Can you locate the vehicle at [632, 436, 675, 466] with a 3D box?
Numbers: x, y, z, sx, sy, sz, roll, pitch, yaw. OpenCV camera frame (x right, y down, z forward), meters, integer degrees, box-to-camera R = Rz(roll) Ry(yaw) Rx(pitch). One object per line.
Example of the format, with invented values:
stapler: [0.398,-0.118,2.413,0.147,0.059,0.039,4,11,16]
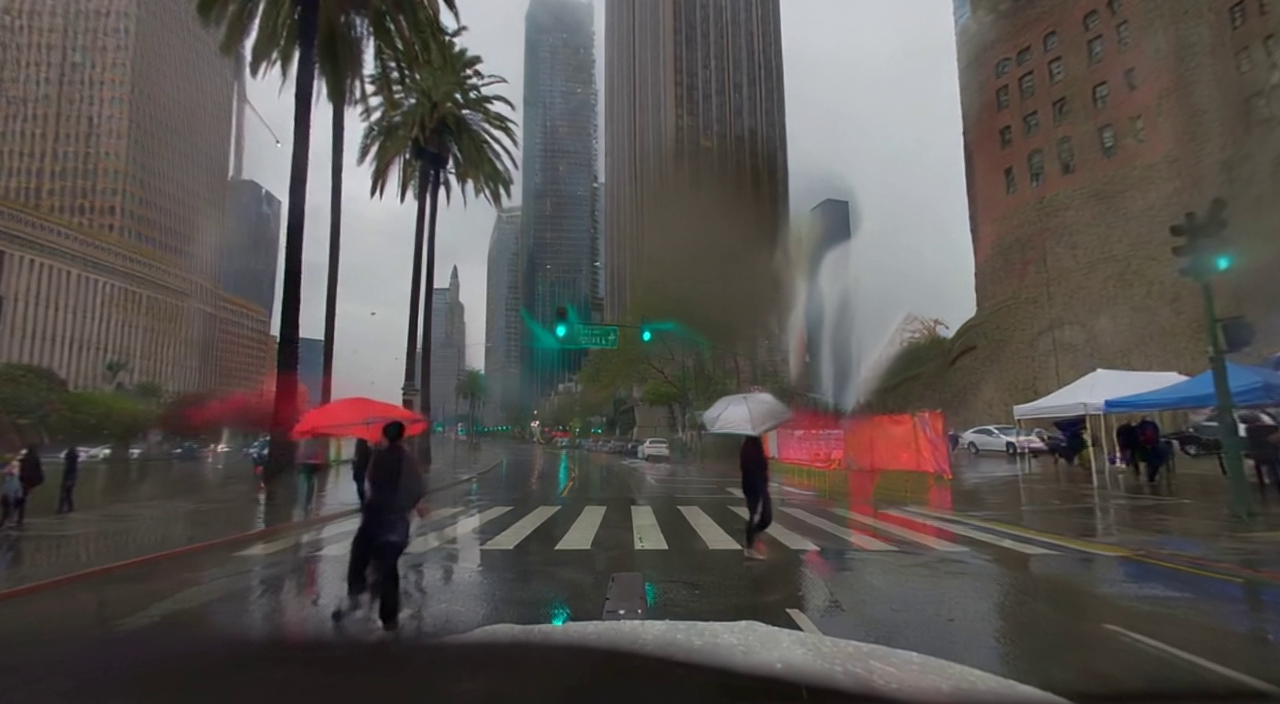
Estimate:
vehicle: [0.900,7.292,46.601,2.322,2.071,5.366,1,-9,-9]

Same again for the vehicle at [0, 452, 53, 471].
vehicle: [-46.292,7.956,46.009,2.121,1.294,5.167,0,-8,1]
